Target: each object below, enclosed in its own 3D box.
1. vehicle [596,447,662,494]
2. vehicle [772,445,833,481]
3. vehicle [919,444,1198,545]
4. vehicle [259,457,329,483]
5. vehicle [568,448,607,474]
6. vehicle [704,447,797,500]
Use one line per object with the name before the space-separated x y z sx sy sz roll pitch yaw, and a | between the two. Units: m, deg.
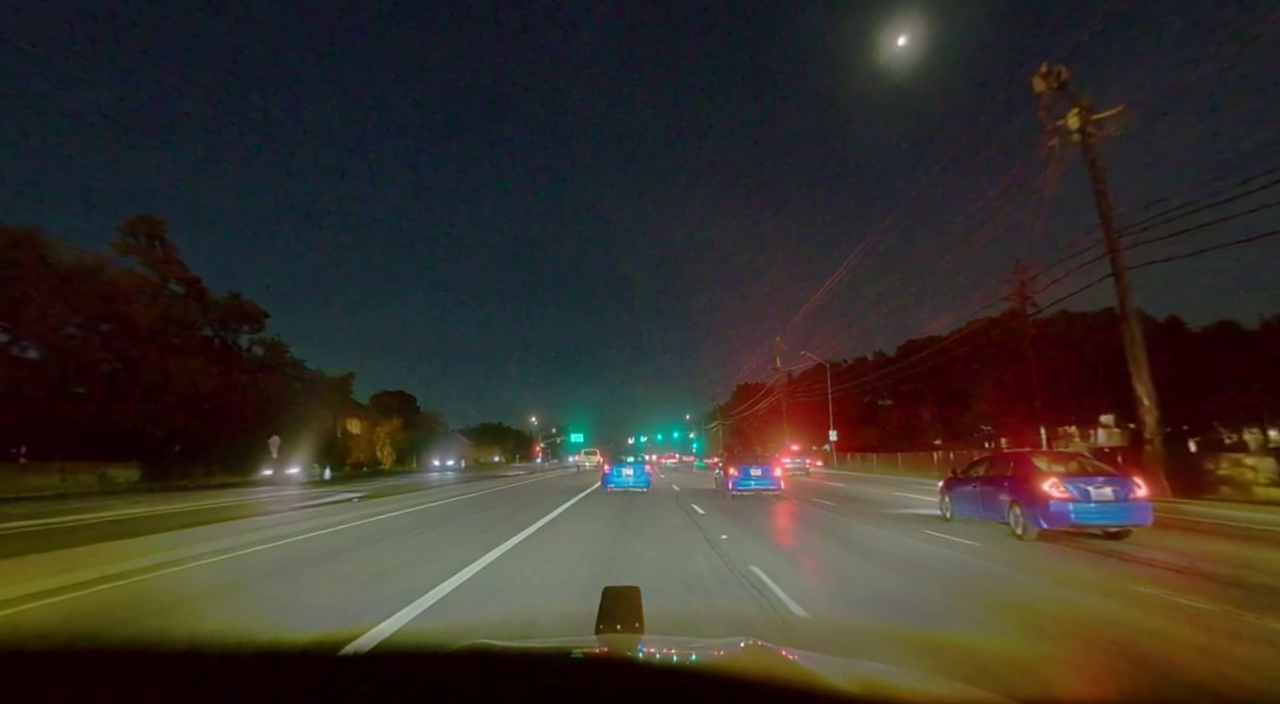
vehicle | -0.345 4.054 22.016 2.065 1.464 4.216 0 -8 0
vehicle | 8.167 5.592 32.155 1.998 1.724 4.260 0 -8 1
vehicle | 7.064 2.401 11.424 2.004 1.455 4.417 0 -8 0
vehicle | -22.177 7.556 40.728 1.832 1.455 4.596 0 -8 1
vehicle | -3.429 7.179 41.927 2.073 1.606 4.364 0 -8 2
vehicle | 3.374 3.793 20.275 2.053 1.490 4.464 0 -8 -2
